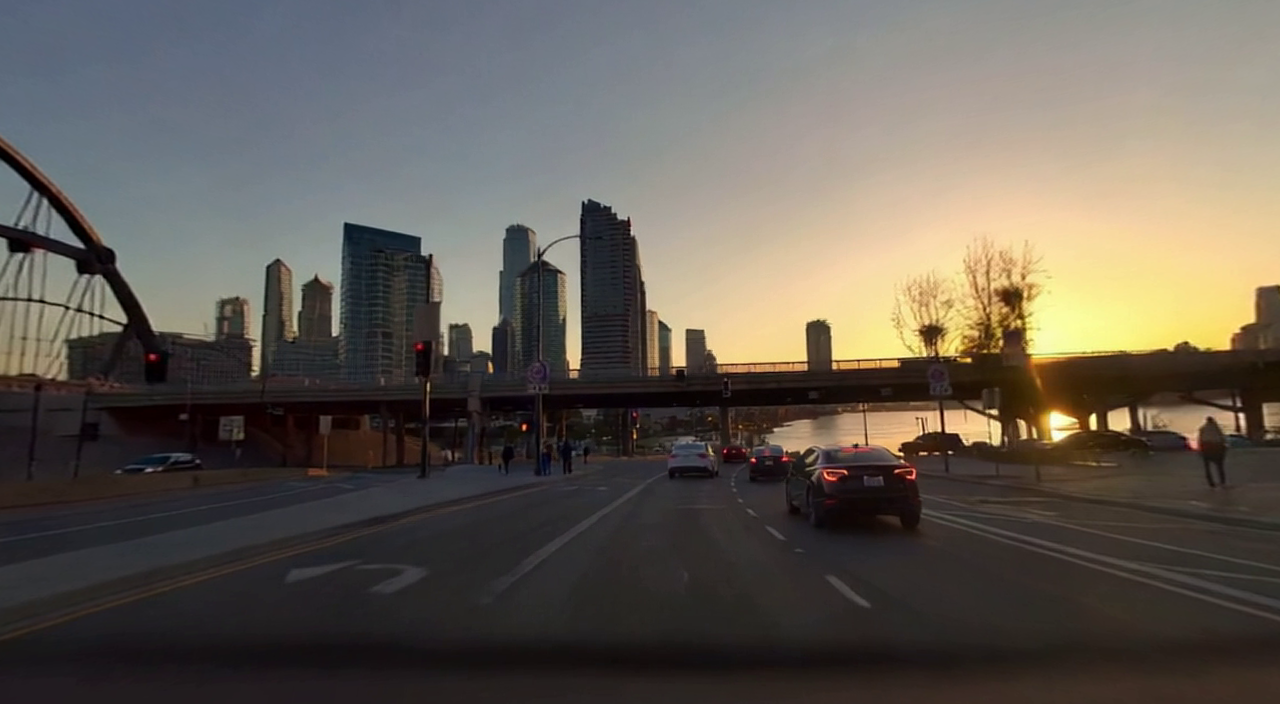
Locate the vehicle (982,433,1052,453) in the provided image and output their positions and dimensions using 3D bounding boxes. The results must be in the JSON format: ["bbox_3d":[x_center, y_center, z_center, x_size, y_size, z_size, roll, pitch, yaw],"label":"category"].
[{"bbox_3d":[29.863,7.228,49.904,4.487,1.474,1.943,1,-9,-10],"label":"vehicle"}]

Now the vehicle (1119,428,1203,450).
[{"bbox_3d":[35.973,6.023,43.501,4.535,1.480,1.882,1,-9,-11],"label":"vehicle"}]

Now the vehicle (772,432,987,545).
[{"bbox_3d":[3.773,2.238,11.063,2.051,1.509,4.933,-1,-9,3],"label":"vehicle"}]

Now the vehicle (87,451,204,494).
[{"bbox_3d":[-23.910,5.802,30.703,2.106,1.791,4.618,-1,-9,-3],"label":"vehicle"}]

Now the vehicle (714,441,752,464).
[{"bbox_3d":[6.599,7.092,44.413,2.134,1.492,4.674,-3,-9,14],"label":"vehicle"}]

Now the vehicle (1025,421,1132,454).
[{"bbox_3d":[29.364,5.757,42.236,5.771,2.019,2.293,0,-9,-10],"label":"vehicle"}]

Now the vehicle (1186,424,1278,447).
[{"bbox_3d":[42.137,5.933,44.798,5.097,1.557,1.900,1,-9,-9],"label":"vehicle"}]

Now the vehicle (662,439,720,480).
[{"bbox_3d":[2.160,4.375,25.761,2.077,1.518,3.760,-2,-9,9],"label":"vehicle"}]
